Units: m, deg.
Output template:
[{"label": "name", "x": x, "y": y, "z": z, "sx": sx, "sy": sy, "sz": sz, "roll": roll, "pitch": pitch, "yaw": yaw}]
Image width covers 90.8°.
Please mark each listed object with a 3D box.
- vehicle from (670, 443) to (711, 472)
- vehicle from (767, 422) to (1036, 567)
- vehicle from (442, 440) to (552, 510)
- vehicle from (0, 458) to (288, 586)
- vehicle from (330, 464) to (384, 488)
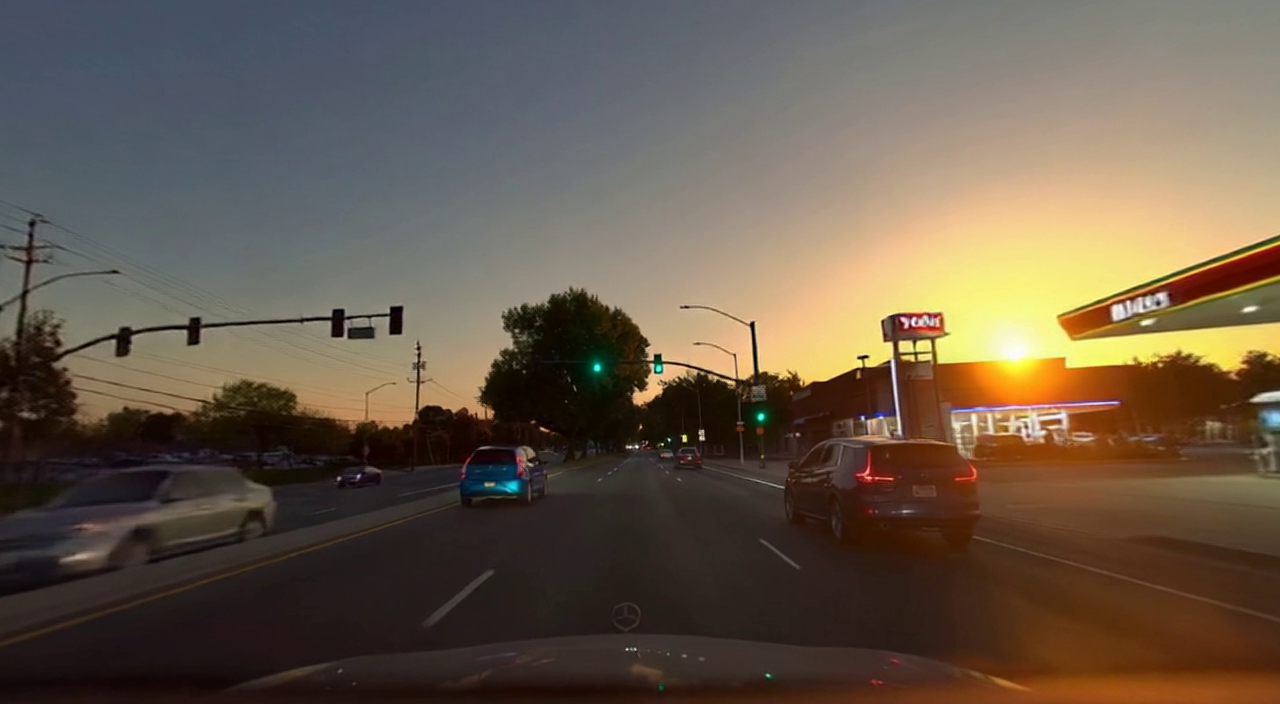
[{"label": "vehicle", "x": 3.119, "y": 6.638, "z": 39.922, "sx": 2.066, "sy": 1.699, "sz": 4.419, "roll": 0, "pitch": -9, "yaw": -2}, {"label": "vehicle", "x": 3.508, "y": 1.992, "z": 9.645, "sx": 2.085, "sy": 1.655, "sz": 4.459, "roll": 0, "pitch": -9, "yaw": -1}, {"label": "vehicle", "x": -3.647, "y": 3.206, "z": 16.915, "sx": 1.935, "sy": 1.617, "sz": 4.045, "roll": 0, "pitch": -9, "yaw": 1}, {"label": "vehicle", "x": -8.056, "y": 2.543, "z": 10.299, "sx": 2.056, "sy": 1.519, "sz": 4.383, "roll": 0, "pitch": -8, "yaw": 1}, {"label": "vehicle", "x": -20.736, "y": 9.062, "z": 46.439, "sx": 1.849, "sy": 1.497, "sz": 4.444, "roll": 0, "pitch": -9, "yaw": 0}]
